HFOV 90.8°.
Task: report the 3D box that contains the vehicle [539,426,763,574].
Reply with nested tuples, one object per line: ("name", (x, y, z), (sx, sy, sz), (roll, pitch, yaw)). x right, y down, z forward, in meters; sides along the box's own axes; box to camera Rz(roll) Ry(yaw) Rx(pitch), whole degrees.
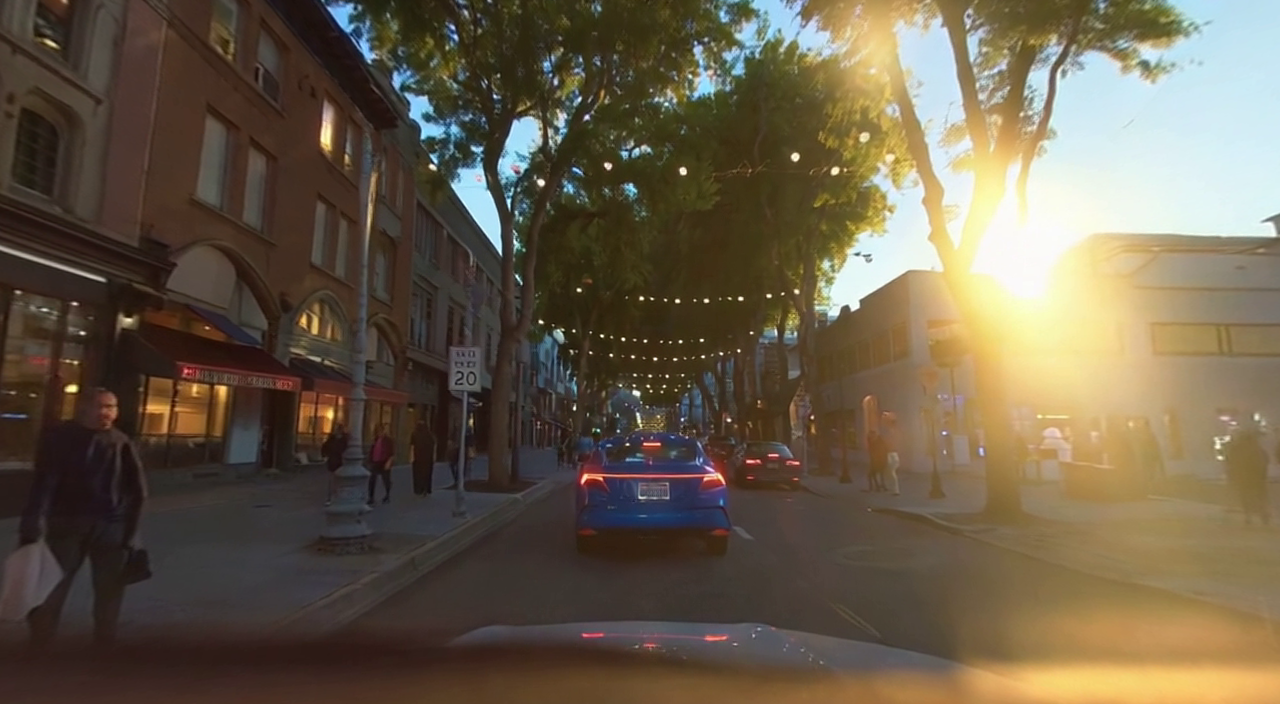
("vehicle", (0.084, 1.809, 8.515), (2.261, 1.474, 4.130), (0, -9, -1))

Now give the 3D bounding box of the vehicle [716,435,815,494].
("vehicle", (3.600, 3.323, 19.009), (2.025, 1.523, 4.426), (0, -9, -1))
